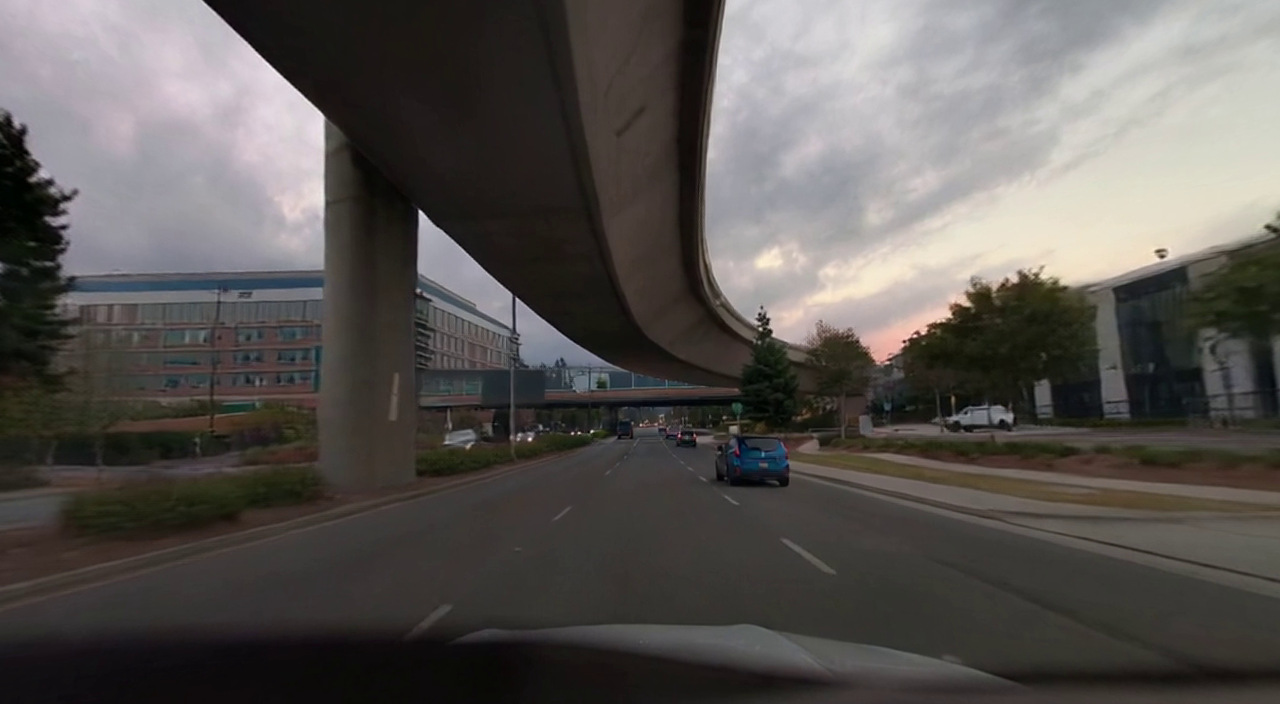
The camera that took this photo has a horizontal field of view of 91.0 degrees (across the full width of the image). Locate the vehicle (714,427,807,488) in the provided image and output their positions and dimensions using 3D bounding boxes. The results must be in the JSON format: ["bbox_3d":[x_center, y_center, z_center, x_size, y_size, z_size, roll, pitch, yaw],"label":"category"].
[{"bbox_3d":[3.707,3.359,20.261,2.110,1.712,4.489,0,-9,0],"label":"vehicle"}]
